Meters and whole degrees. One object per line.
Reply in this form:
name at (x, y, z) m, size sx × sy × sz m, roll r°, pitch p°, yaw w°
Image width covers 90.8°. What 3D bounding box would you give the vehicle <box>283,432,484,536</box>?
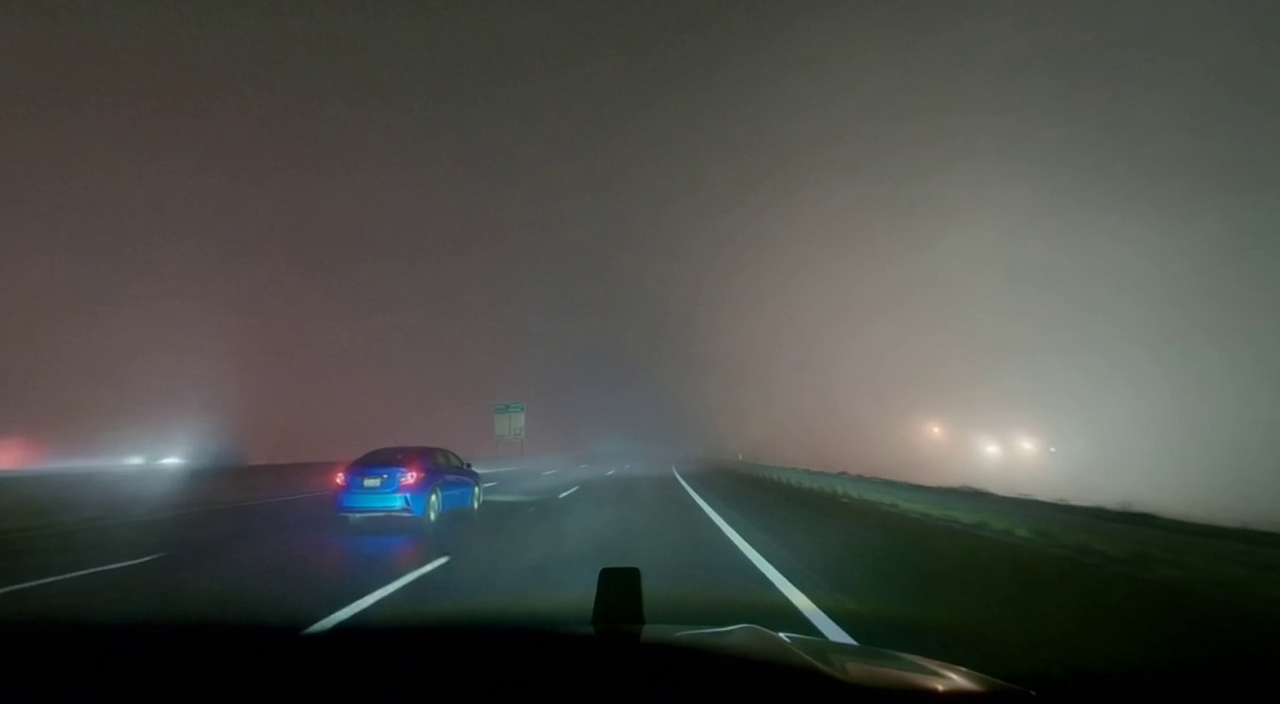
vehicle at (-4.261, 2.238, 11.240) m, size 1.928 × 1.504 × 3.745 m, roll 0°, pitch -9°, yaw 1°
